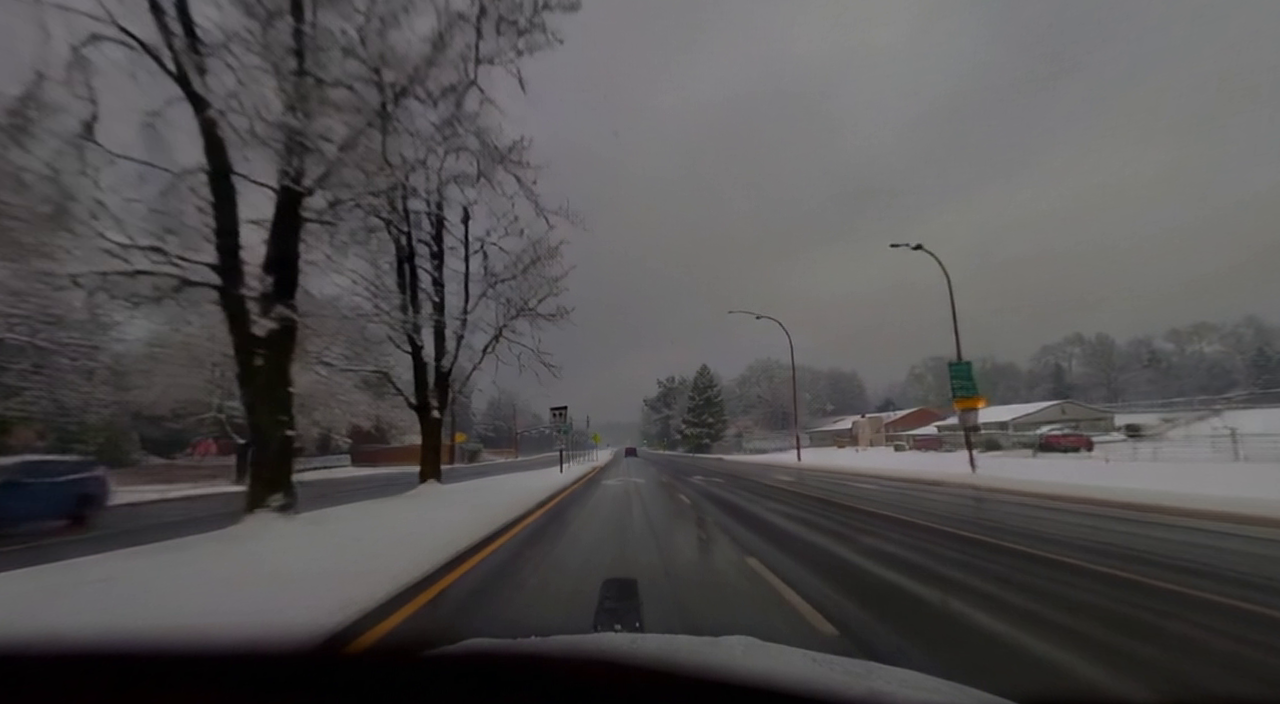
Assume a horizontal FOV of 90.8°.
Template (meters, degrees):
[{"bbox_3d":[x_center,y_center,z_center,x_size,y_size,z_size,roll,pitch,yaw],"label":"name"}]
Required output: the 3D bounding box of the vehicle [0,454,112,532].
[{"bbox_3d":[-15.690,3.366,15.107,2.022,1.738,4.668,-1,-9,1],"label":"vehicle"}]
